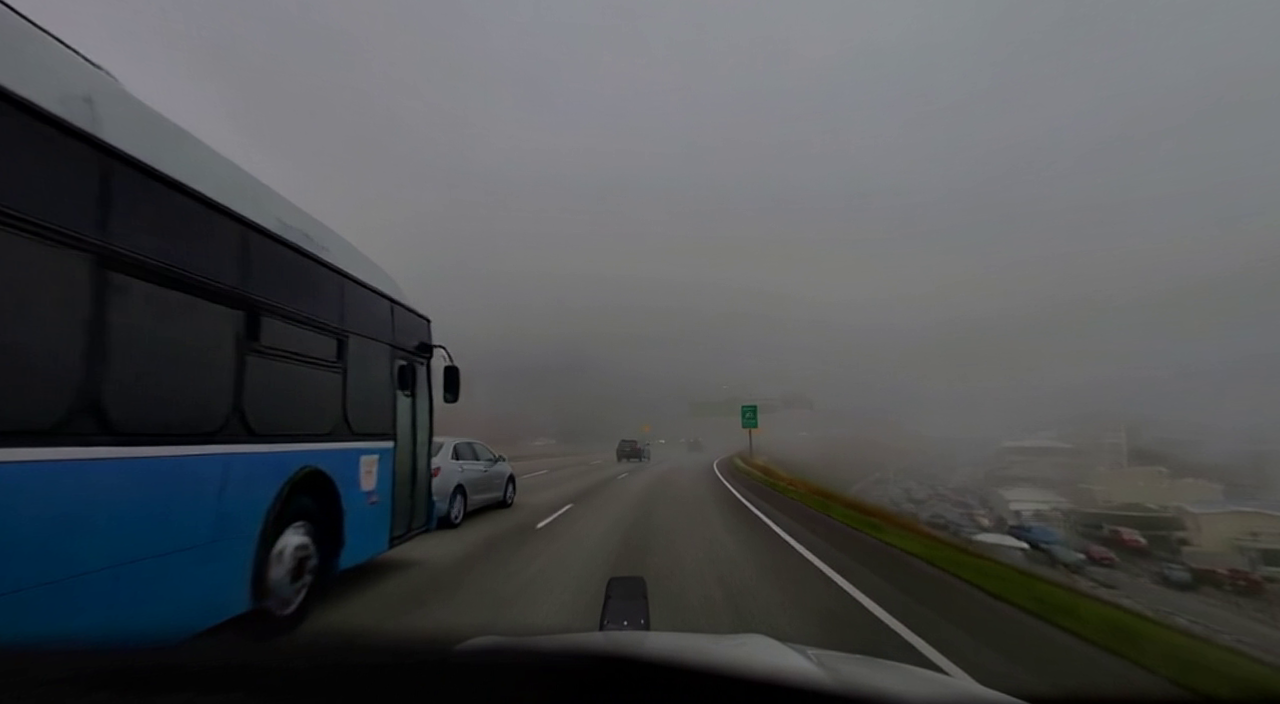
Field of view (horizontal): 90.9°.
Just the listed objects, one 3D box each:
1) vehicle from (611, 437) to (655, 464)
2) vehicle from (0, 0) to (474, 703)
[{"bbox_3d":[-0.329,5.714,36.655,1.928,1.455,4.361,-2,-9,8],"label":"vehicle"},{"bbox_3d":[-3.300,0.153,2.333,2.888,2.944,8.373,-1,-9,2],"label":"vehicle"}]
